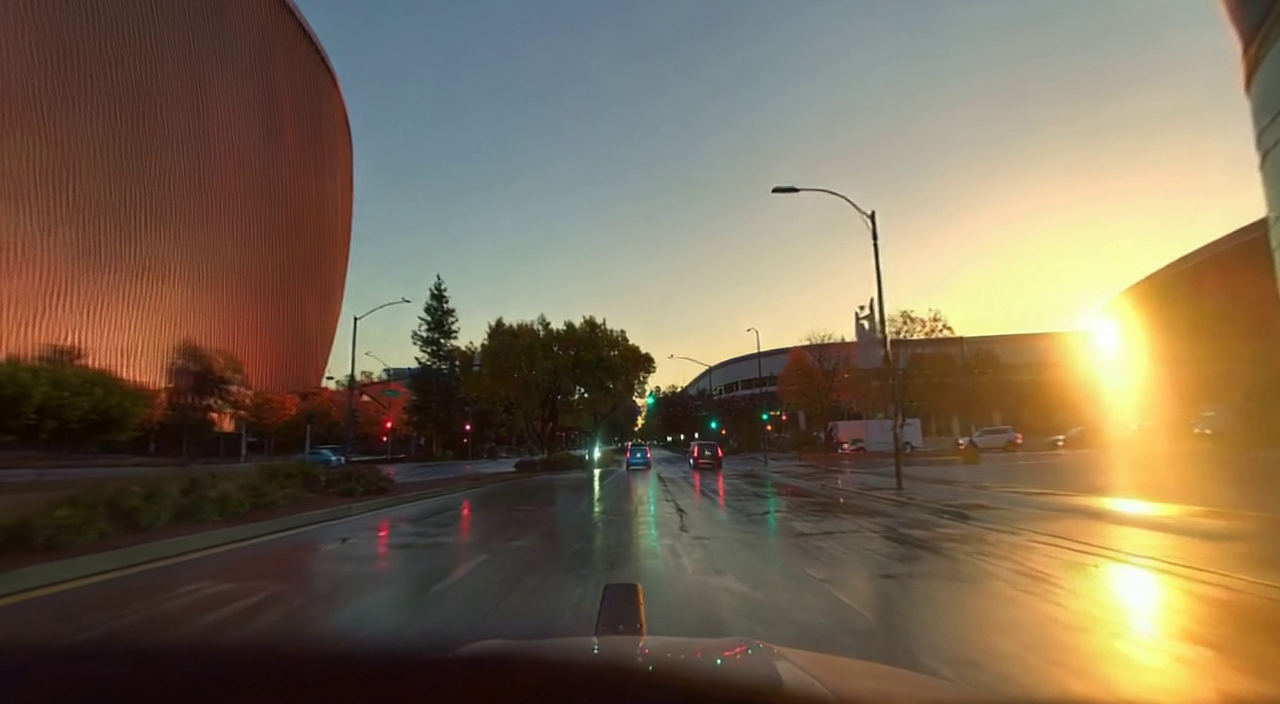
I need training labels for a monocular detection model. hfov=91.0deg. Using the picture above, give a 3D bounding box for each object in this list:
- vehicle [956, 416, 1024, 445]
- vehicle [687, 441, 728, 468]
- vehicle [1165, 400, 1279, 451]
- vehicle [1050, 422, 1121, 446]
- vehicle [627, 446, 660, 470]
[{"bbox_3d":[23.440,5.352,42.431,1.887,1.635,4.695,1,-10,0],"label":"vehicle"},{"bbox_3d":[4.566,7.036,43.395,2.174,1.749,4.739,1,-9,-2],"label":"vehicle"},{"bbox_3d":[48.379,5.733,49.296,11.341,3.555,3.053,-2,-10,1],"label":"vehicle"},{"bbox_3d":[30.447,5.637,43.165,1.729,1.507,4.279,-1,-9,1],"label":"vehicle"},{"bbox_3d":[0.202,7.099,42.233,2.014,1.525,4.197,1,-9,-2],"label":"vehicle"}]
